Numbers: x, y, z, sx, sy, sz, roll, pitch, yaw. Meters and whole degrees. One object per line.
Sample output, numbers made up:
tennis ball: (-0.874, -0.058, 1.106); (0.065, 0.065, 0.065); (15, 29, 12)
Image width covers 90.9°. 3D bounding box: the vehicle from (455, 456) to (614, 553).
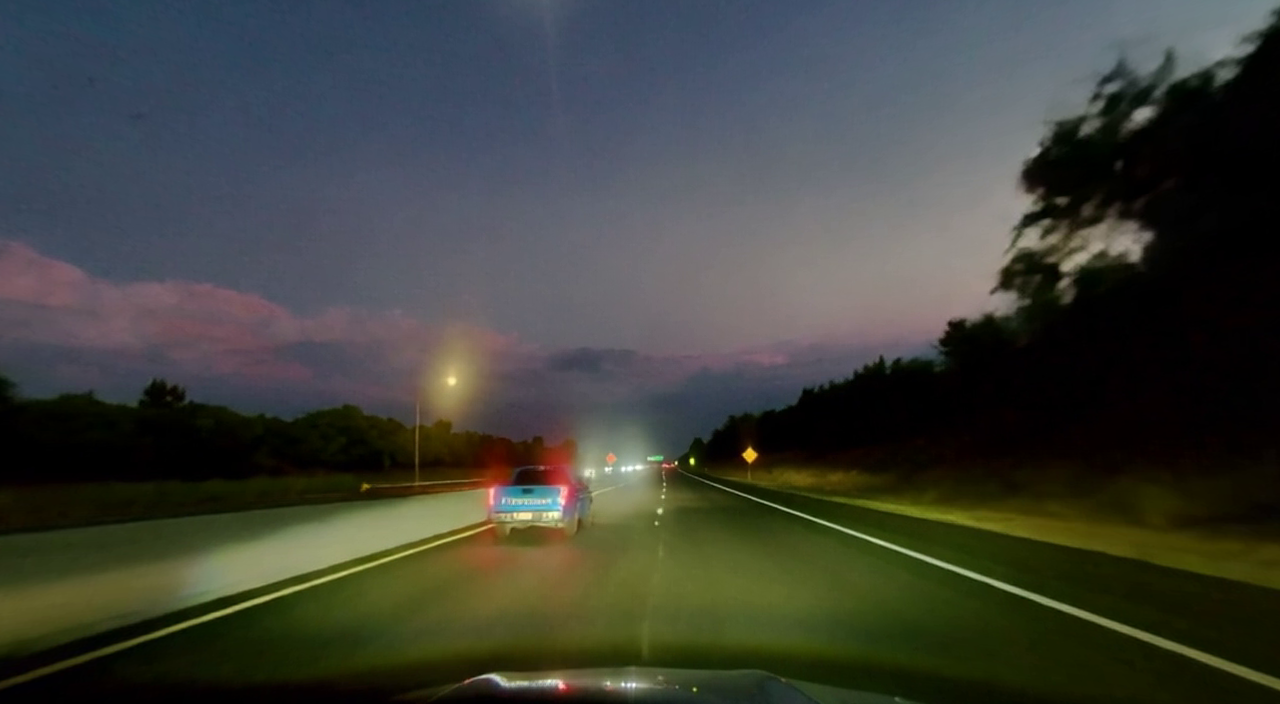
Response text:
vehicle: (-1.805, 2.933, 12.746); (2.135, 1.506, 5.041); (0, -11, 3)
